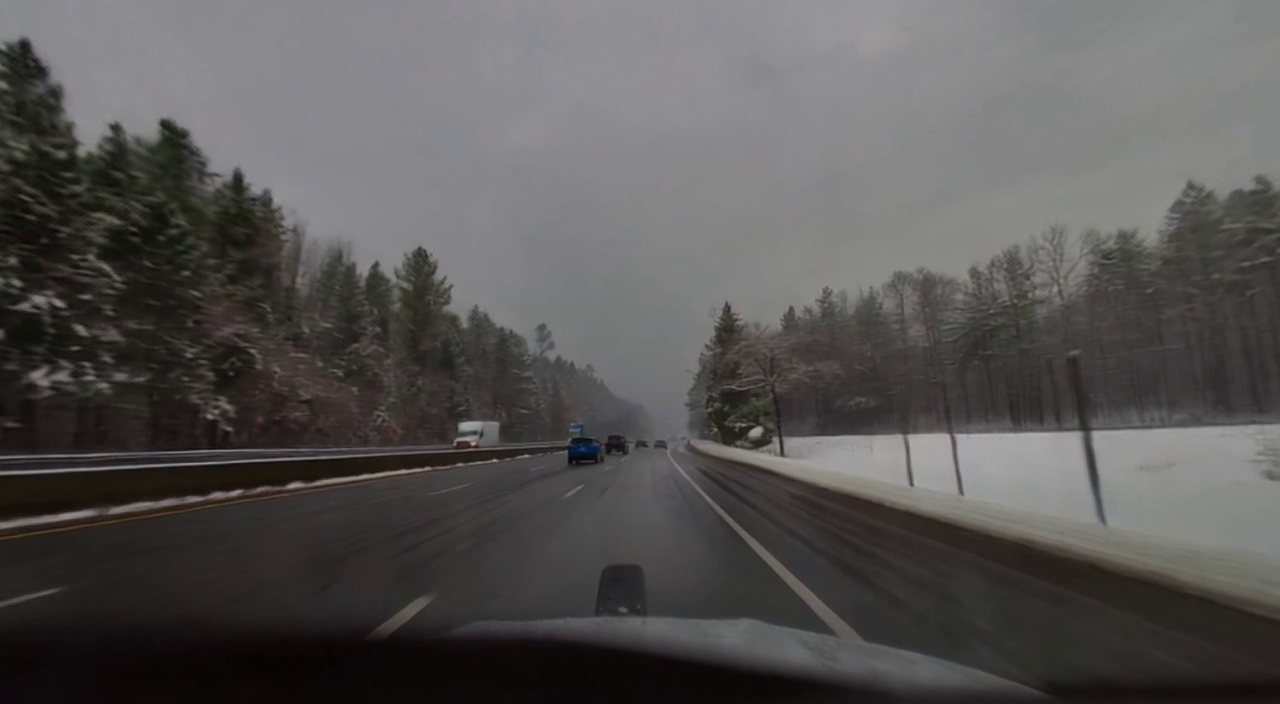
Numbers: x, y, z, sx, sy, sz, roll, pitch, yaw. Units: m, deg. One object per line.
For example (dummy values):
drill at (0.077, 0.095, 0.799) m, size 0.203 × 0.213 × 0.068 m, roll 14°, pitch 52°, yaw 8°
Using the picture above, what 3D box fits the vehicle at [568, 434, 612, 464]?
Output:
vehicle at (-2.857, 5.682, 36.798) m, size 2.053 × 1.589 × 4.671 m, roll -1°, pitch -9°, yaw 2°
